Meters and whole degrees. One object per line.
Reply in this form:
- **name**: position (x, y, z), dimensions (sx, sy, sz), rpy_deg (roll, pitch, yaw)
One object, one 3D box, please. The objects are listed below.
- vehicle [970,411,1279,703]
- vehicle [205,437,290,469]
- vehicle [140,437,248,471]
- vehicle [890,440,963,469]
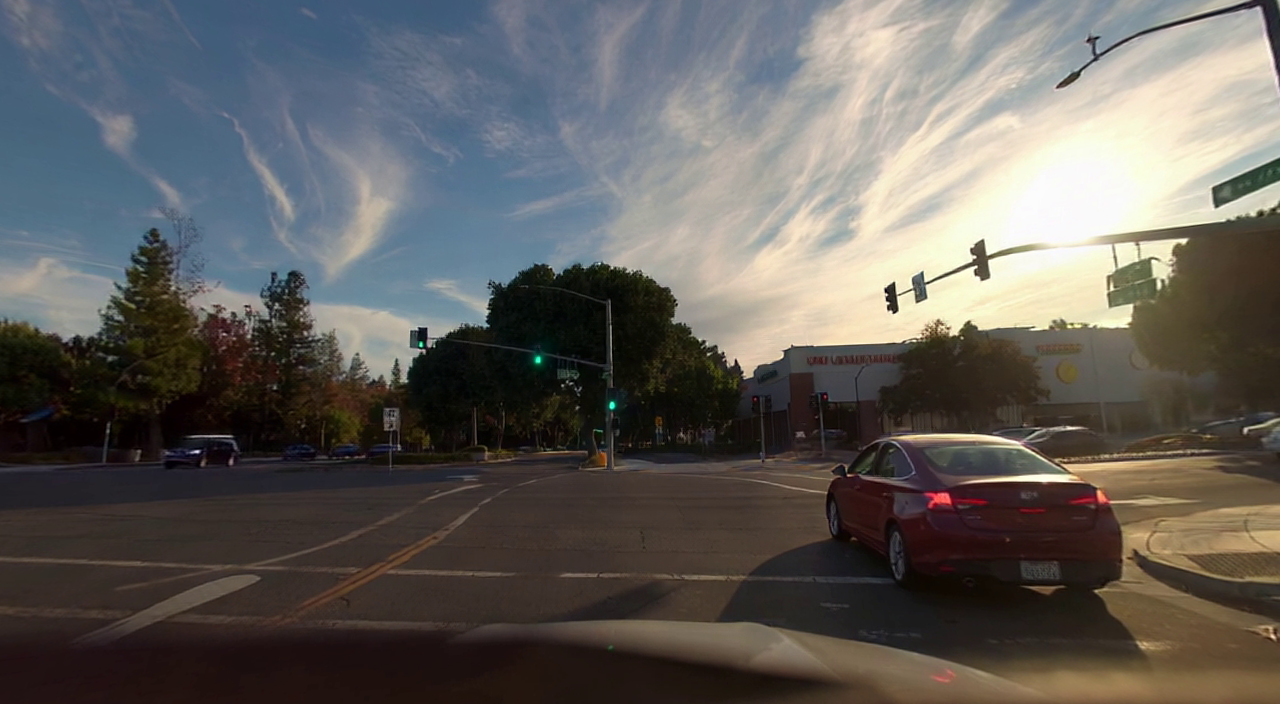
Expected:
- **vehicle**: position (4.109, 1.077, 3.367), dimensions (1.940, 1.487, 4.562), rpy_deg (0, -8, -5)
- **vehicle**: position (-23.314, 6.004, 37.672), dimensions (2.111, 1.742, 4.757), rpy_deg (0, -8, -2)
- **vehicle**: position (-27.226, 6.256, 38.845), dimensions (2.233, 1.889, 6.305), rpy_deg (0, -8, -2)
- **vehicle**: position (15.610, 5.525, 34.221), dimensions (4.703, 1.492, 1.930), rpy_deg (8, -12, -44)
